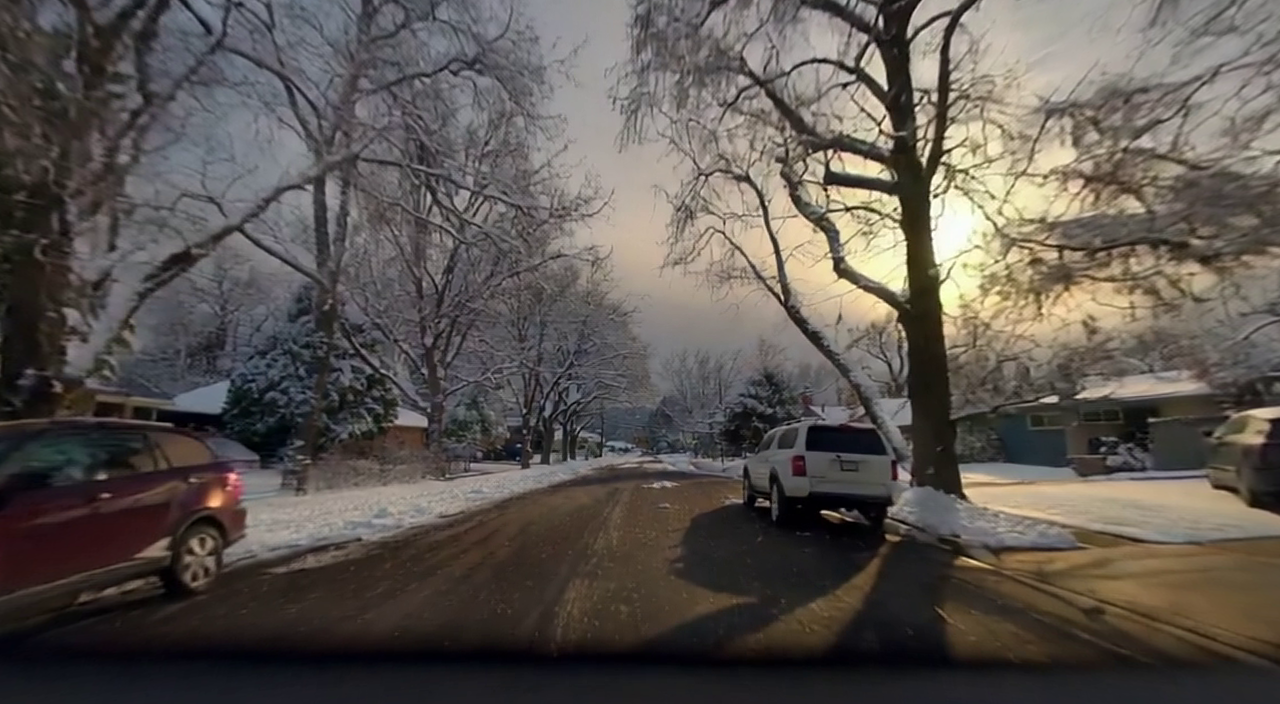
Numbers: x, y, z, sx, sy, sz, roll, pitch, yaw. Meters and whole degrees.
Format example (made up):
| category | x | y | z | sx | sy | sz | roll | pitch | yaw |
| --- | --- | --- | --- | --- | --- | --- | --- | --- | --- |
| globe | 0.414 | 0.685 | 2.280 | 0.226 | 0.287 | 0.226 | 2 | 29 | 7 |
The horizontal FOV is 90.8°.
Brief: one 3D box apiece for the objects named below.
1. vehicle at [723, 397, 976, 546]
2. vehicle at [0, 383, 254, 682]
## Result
| category | x | y | z | sx | sy | sz | roll | pitch | yaw |
| --- | --- | --- | --- | --- | --- | --- | --- | --- | --- |
| vehicle | 3.622 | 2.350 | 13.221 | 2.789 | 2.206 | 7.420 | 0 | -9 | 0 |
| vehicle | -5.039 | 1.182 | 4.300 | 2.075 | 1.837 | 4.945 | 0 | -7 | -6 |
